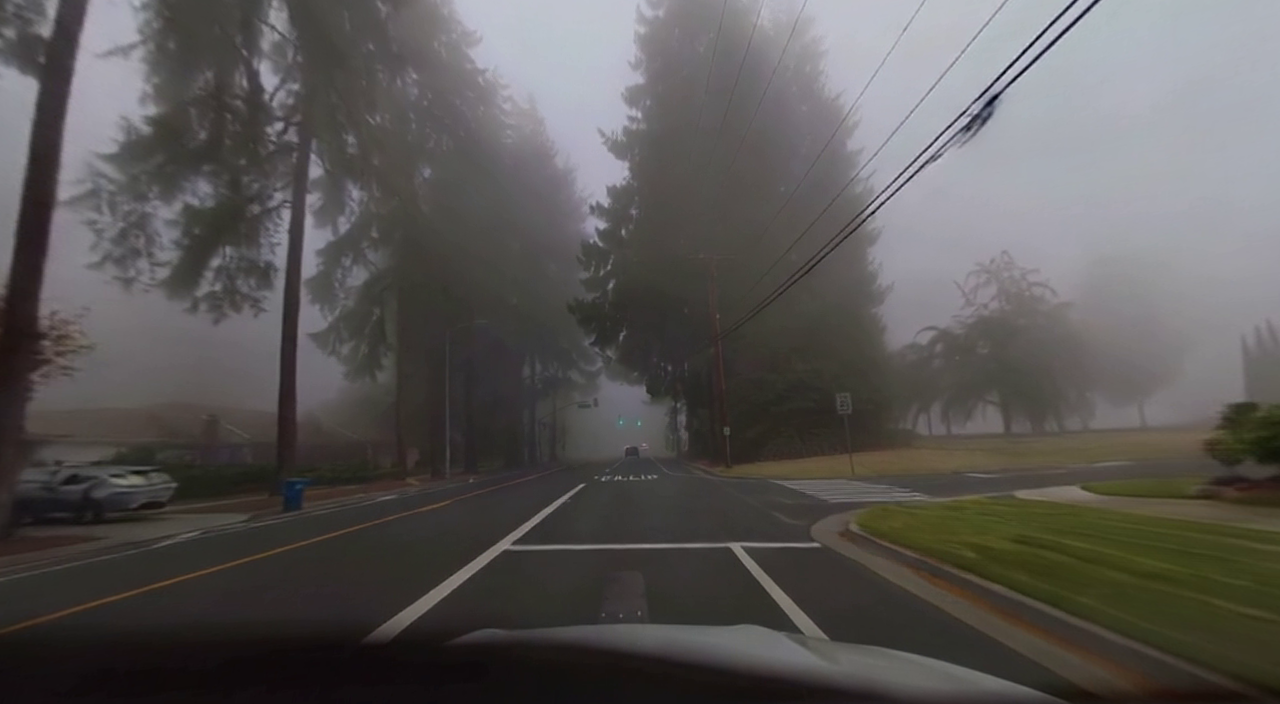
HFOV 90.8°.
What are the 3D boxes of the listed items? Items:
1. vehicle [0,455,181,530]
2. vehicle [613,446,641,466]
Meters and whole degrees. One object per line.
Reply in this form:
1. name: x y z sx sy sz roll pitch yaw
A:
1. vehicle: -16.079 3.911 17.748 2.043 1.803 4.631 -12 -13 37
2. vehicle: -1.000 8.134 49.722 2.104 1.500 3.815 0 -9 -1
